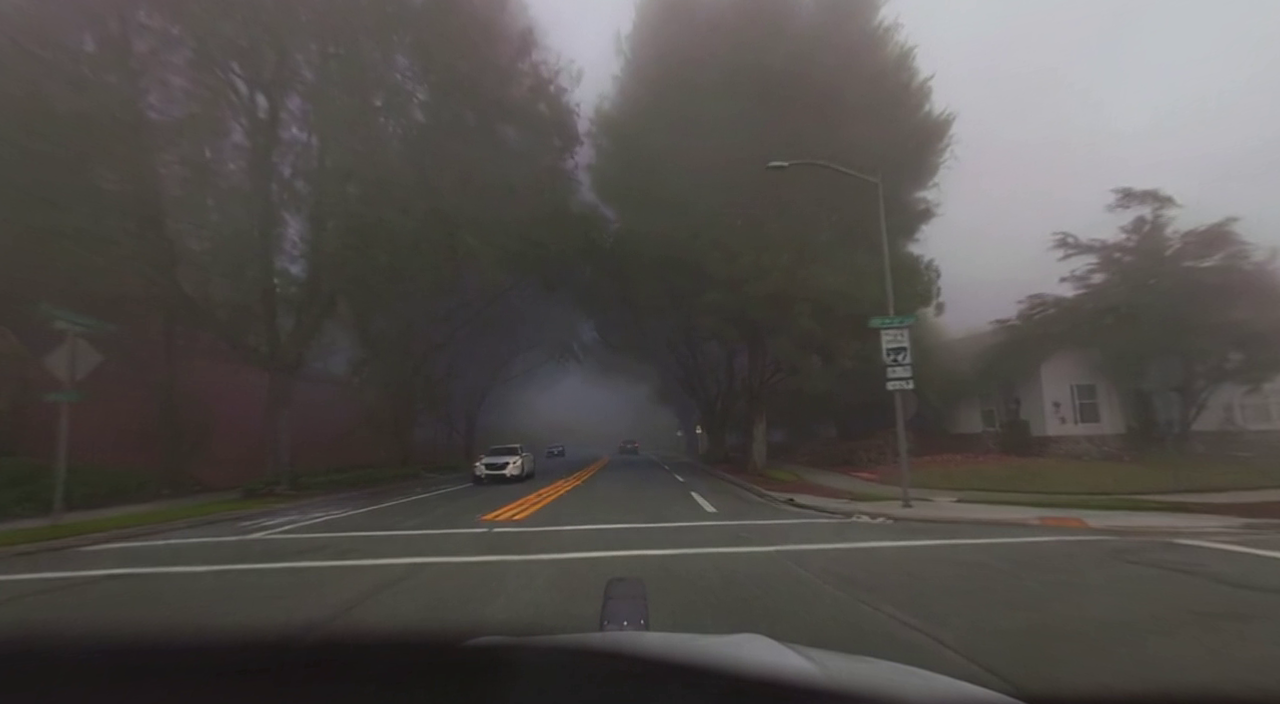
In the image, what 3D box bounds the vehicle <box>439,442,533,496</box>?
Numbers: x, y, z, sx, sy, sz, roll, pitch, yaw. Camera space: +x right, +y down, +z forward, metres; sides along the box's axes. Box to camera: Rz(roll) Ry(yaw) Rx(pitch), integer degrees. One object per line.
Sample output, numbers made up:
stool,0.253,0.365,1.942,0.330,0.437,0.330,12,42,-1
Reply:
vehicle,-4.831,3.714,20.446,1.938,1.519,4.227,0,-8,1
